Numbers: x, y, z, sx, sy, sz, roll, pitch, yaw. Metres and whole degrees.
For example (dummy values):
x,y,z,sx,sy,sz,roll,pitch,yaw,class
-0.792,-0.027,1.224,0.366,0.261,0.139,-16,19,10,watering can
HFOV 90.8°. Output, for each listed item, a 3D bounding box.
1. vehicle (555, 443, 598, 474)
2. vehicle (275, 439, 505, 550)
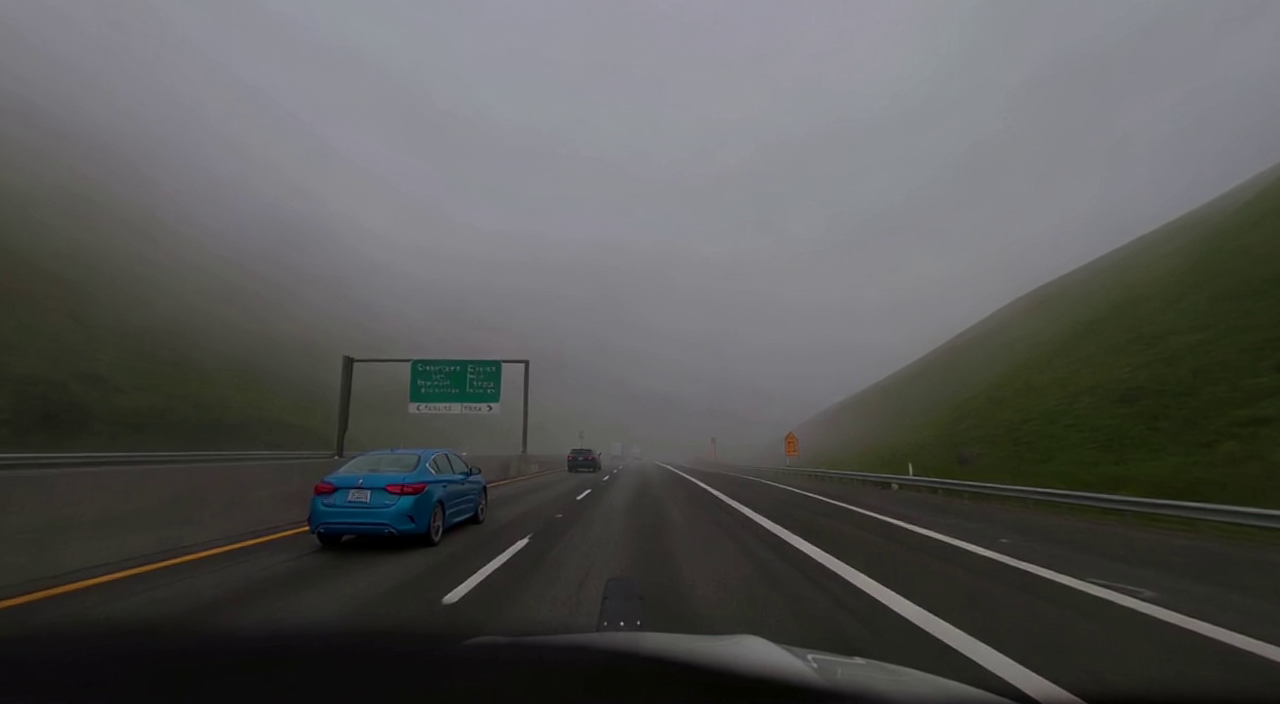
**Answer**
x,y,z,sx,sy,sz,roll,pitch,yaw,class
-3.666,6.269,37.223,2.073,1.694,4.162,0,-9,1,vehicle
-3.779,2.228,10.596,1.988,1.440,4.504,0,-9,0,vehicle
